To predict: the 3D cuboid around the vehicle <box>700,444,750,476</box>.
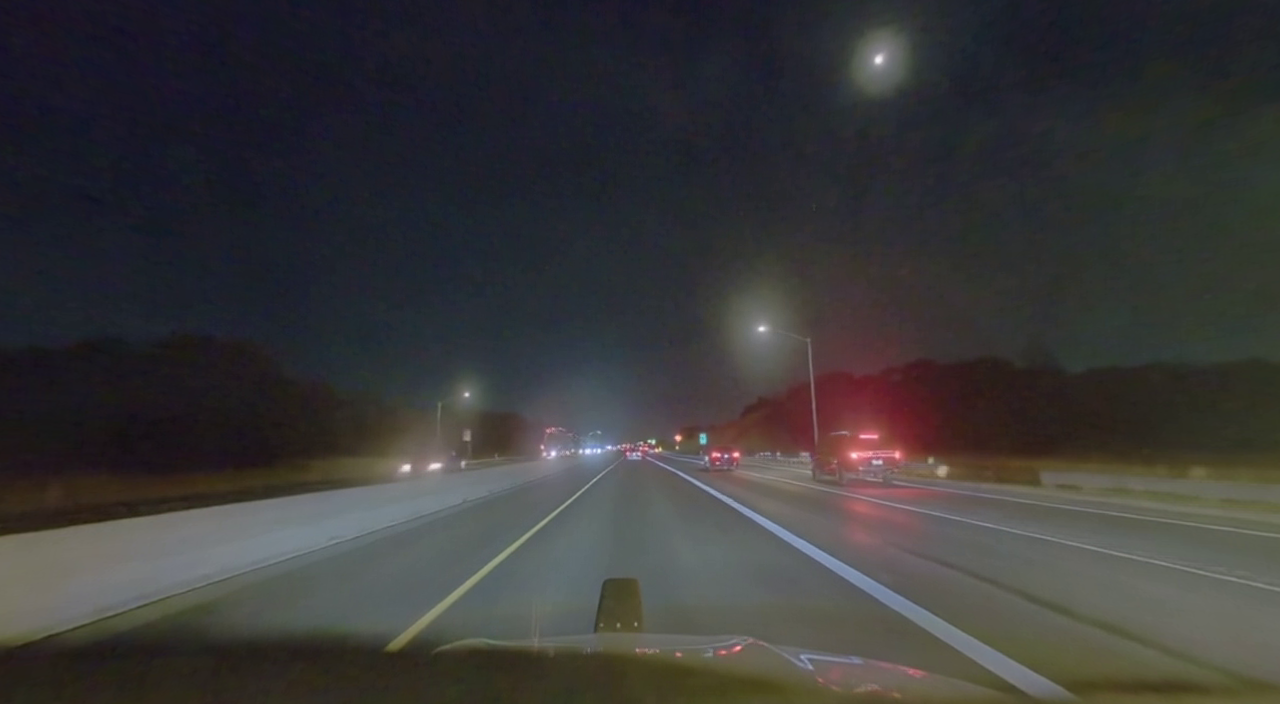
[{"bbox_3d":[4.213,5.399,31.549,1.917,1.488,3.693,0,-9,-1],"label":"vehicle"}]
